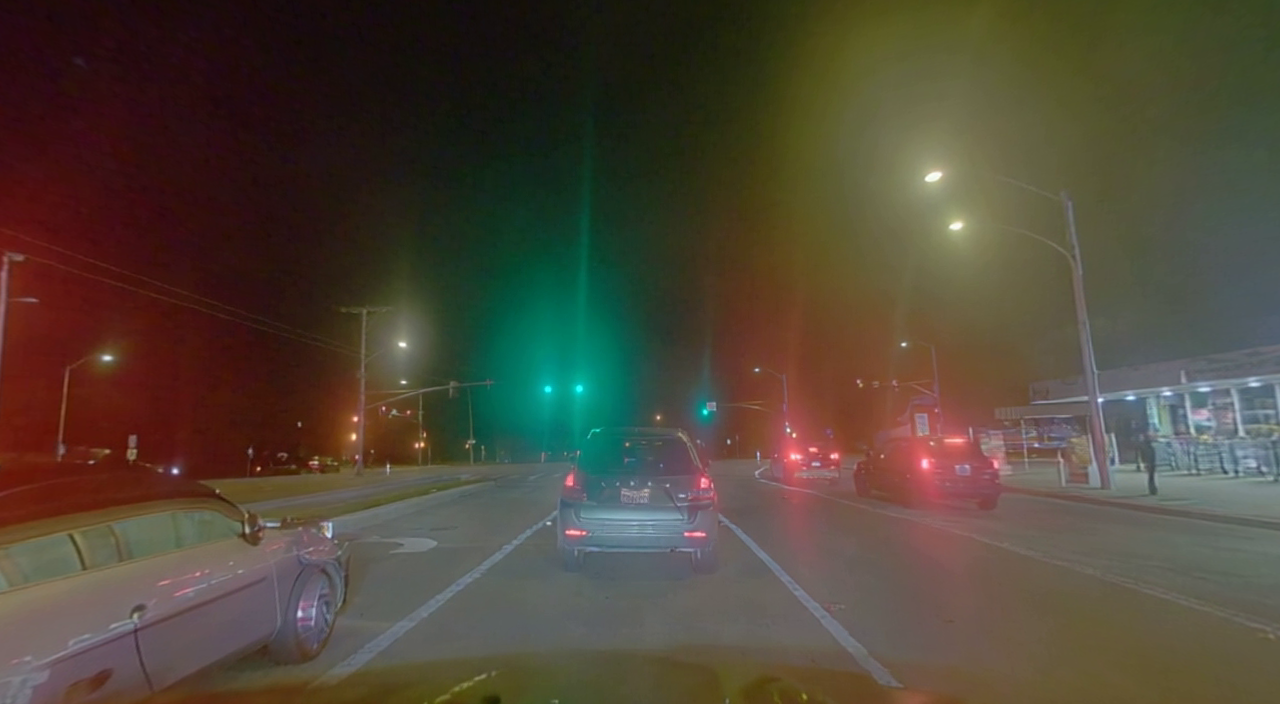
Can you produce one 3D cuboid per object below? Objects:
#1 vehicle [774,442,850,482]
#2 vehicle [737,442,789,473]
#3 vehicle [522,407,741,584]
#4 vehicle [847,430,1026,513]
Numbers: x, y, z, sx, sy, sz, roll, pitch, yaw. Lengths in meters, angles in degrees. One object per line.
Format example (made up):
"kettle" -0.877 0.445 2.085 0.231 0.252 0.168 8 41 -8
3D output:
"vehicle" 6.837 4.406 25.460 1.833 1.452 4.237 0 -9 0
"vehicle" 6.271 5.451 32.633 1.961 1.477 4.454 0 -8 2
"vehicle" -0.064 1.689 8.124 2.115 1.700 3.901 0 -8 1
"vehicle" 6.737 2.763 15.024 2.072 1.652 4.611 0 -8 1
